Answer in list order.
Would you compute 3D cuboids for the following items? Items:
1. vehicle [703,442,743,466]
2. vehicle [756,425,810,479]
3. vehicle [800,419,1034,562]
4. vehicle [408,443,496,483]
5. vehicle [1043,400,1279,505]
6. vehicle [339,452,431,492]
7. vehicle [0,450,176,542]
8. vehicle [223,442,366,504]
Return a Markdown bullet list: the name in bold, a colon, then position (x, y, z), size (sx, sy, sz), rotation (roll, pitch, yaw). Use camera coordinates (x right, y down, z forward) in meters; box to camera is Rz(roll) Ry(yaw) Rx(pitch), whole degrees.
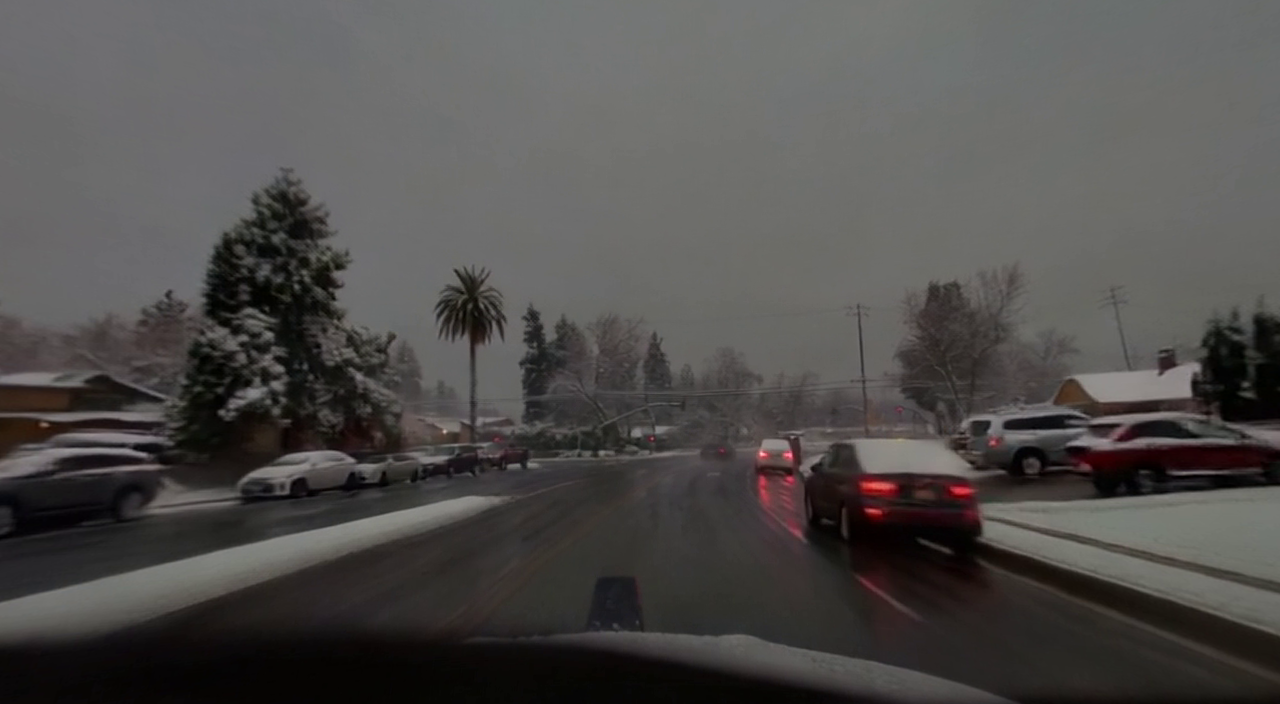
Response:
- **vehicle**: position (5.449, 6.592, 41.054), size (2.035, 1.474, 4.284), rotation (-2, -9, 15)
- **vehicle**: position (6.798, 4.738, 30.134), size (2.326, 2.257, 4.635), rotation (0, -8, 13)
- **vehicle**: position (3.928, 2.024, 10.000), size (2.043, 1.692, 4.581), rotation (-1, -9, 6)
- **vehicle**: position (-10.126, 6.009, 34.643), size (2.051, 1.957, 5.968), rotation (-2, -9, 10)
- **vehicle**: position (11.084, 1.979, 12.578), size (4.557, 1.795, 1.986), rotation (-5, -10, 11)
- **vehicle**: position (-11.389, 5.369, 28.544), size (1.786, 1.488, 4.518), rotation (-5, -9, 8)
- **vehicle**: position (-13.175, 3.051, 13.898), size (1.967, 1.736, 4.730), rotation (-1, -9, 6)
- **vehicle**: position (-12.261, 4.285, 22.883), size (2.081, 1.948, 4.821), rotation (-1, -9, 5)
